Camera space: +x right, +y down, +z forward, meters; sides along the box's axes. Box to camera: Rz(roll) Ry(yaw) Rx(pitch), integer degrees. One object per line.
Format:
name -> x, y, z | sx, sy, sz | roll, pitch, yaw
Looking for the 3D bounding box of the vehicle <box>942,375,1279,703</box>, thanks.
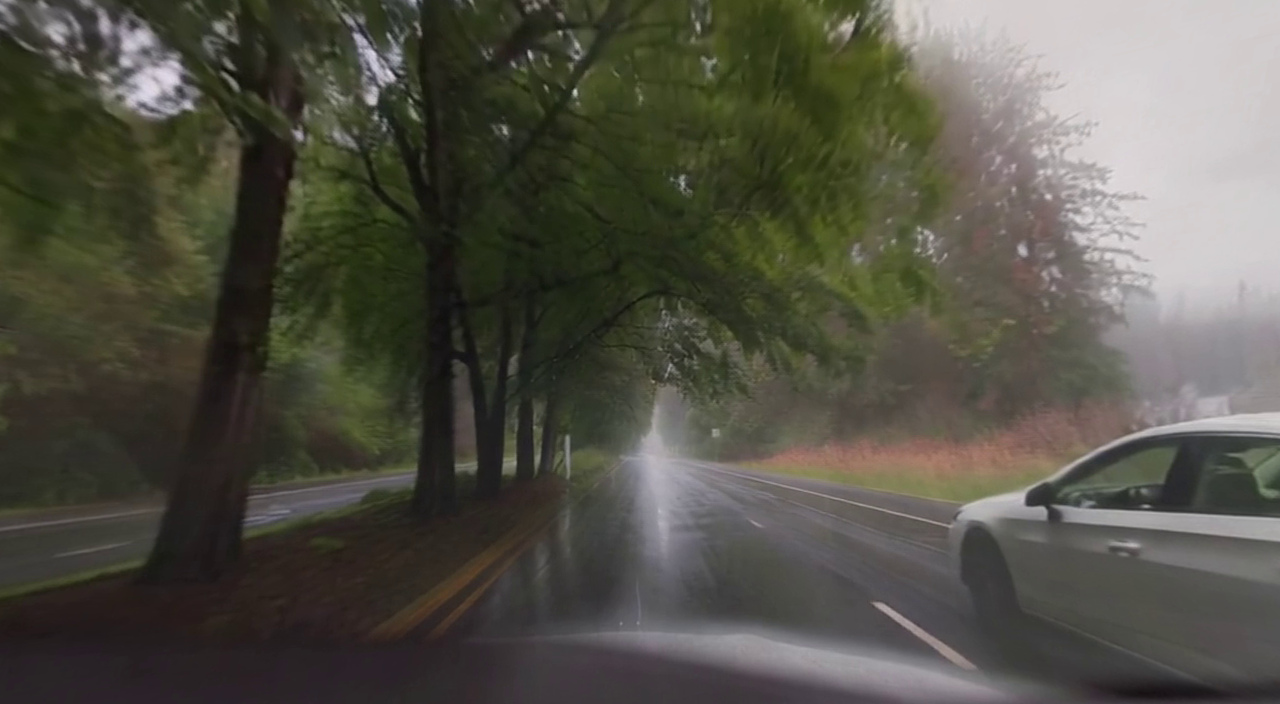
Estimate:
vehicle -> 3.644, 0.970, 3.111 | 2.060, 1.584, 4.592 | 0, -9, 0
